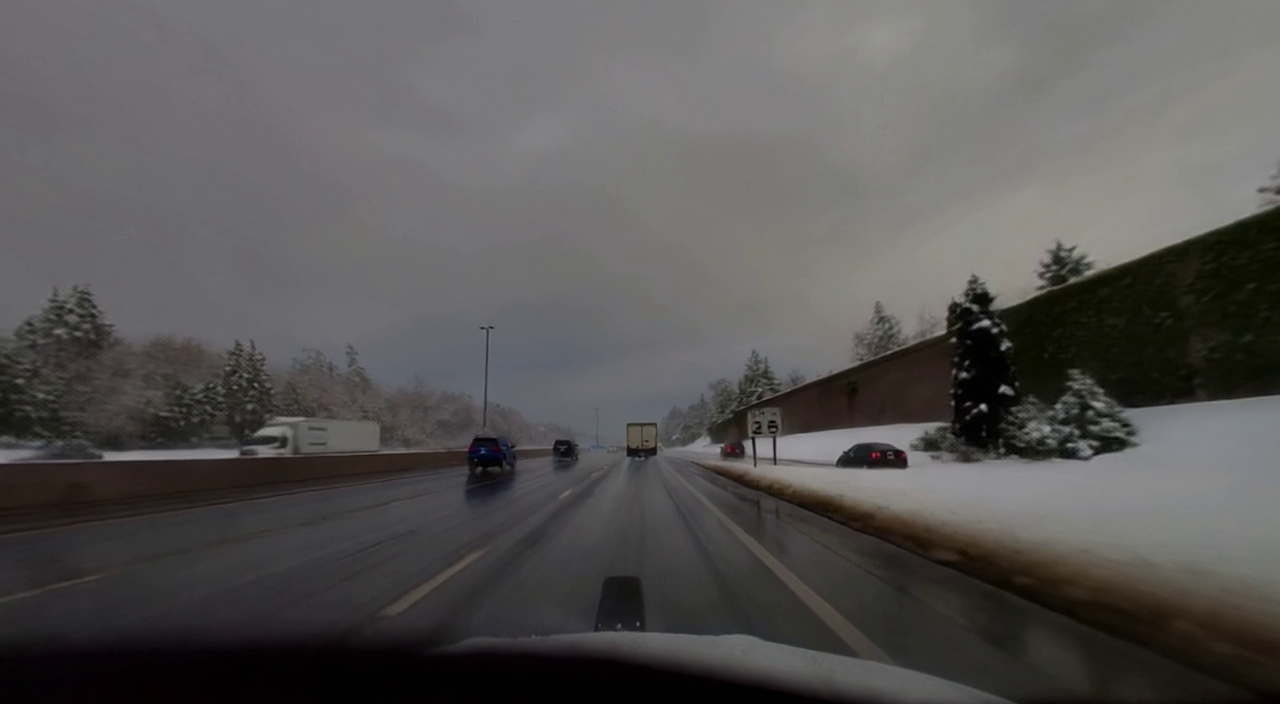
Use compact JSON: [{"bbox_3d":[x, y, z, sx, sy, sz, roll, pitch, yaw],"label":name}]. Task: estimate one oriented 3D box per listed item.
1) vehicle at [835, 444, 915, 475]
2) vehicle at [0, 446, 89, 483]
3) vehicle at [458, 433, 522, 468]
[{"bbox_3d":[12.571,5.788,34.047,2.075,1.510,4.569,1,-9,-8],"label":"vehicle"},{"bbox_3d":[-32.677,5.973,33.727,1.948,1.792,4.704,0,-9,1],"label":"vehicle"},{"bbox_3d":[-9.927,6.603,42.336,2.571,2.169,6.443,0,-9,1],"label":"vehicle"}]
